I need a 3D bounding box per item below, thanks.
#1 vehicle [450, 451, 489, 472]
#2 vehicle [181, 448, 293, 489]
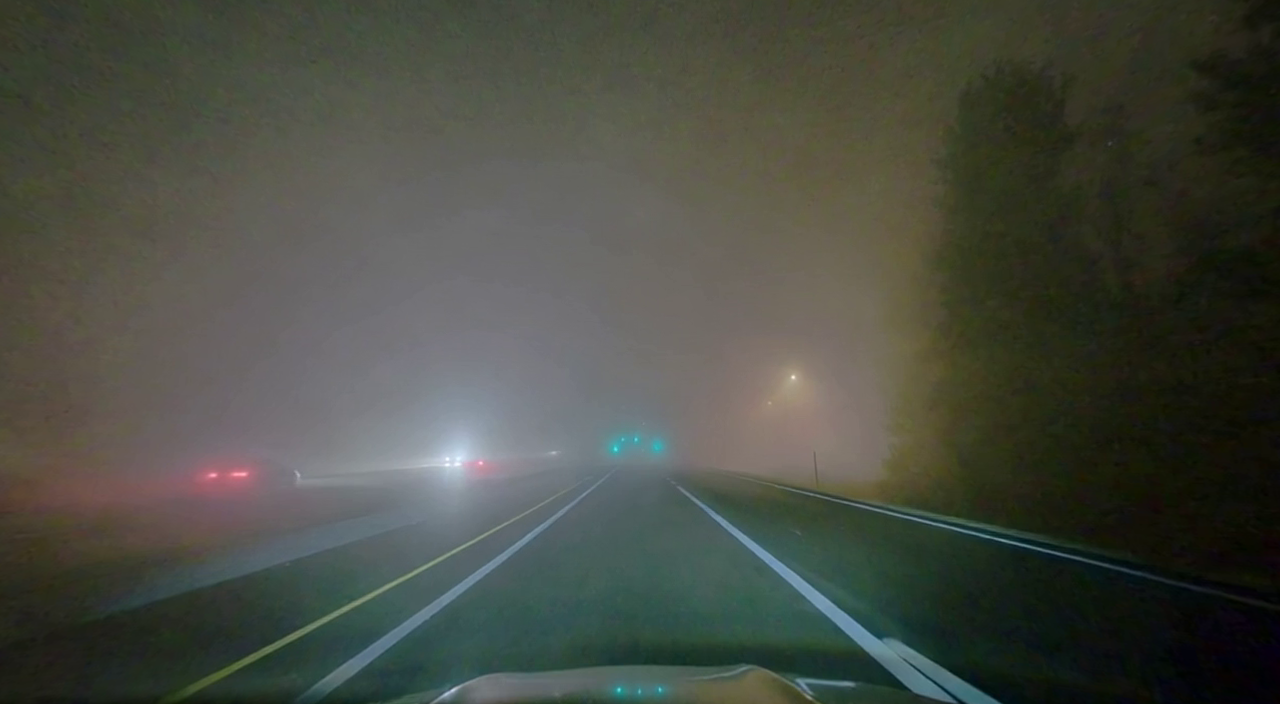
[{"bbox_3d":[-12.881,8.277,47.819,1.852,1.494,3.794,0,-9,0],"label":"vehicle"},{"bbox_3d":[-16.805,4.854,26.589,1.955,1.533,4.097,0,-9,0],"label":"vehicle"}]
